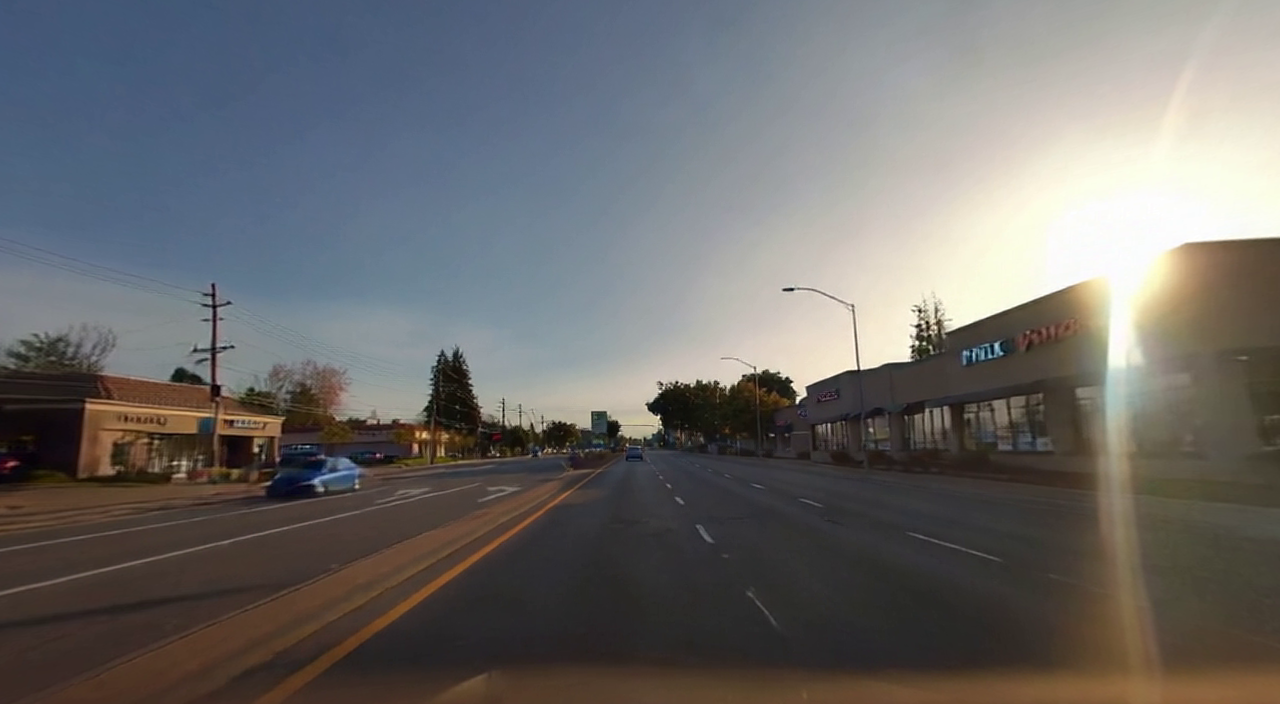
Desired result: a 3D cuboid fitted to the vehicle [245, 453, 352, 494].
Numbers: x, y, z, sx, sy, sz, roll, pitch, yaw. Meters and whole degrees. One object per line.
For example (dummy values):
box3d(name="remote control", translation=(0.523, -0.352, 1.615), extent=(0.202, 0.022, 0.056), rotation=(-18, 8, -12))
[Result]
box3d(name="vehicle", translation=(-14.370, 5.117, 26.978), extent=(1.896, 1.485, 4.655), rotation=(0, -8, 1))
